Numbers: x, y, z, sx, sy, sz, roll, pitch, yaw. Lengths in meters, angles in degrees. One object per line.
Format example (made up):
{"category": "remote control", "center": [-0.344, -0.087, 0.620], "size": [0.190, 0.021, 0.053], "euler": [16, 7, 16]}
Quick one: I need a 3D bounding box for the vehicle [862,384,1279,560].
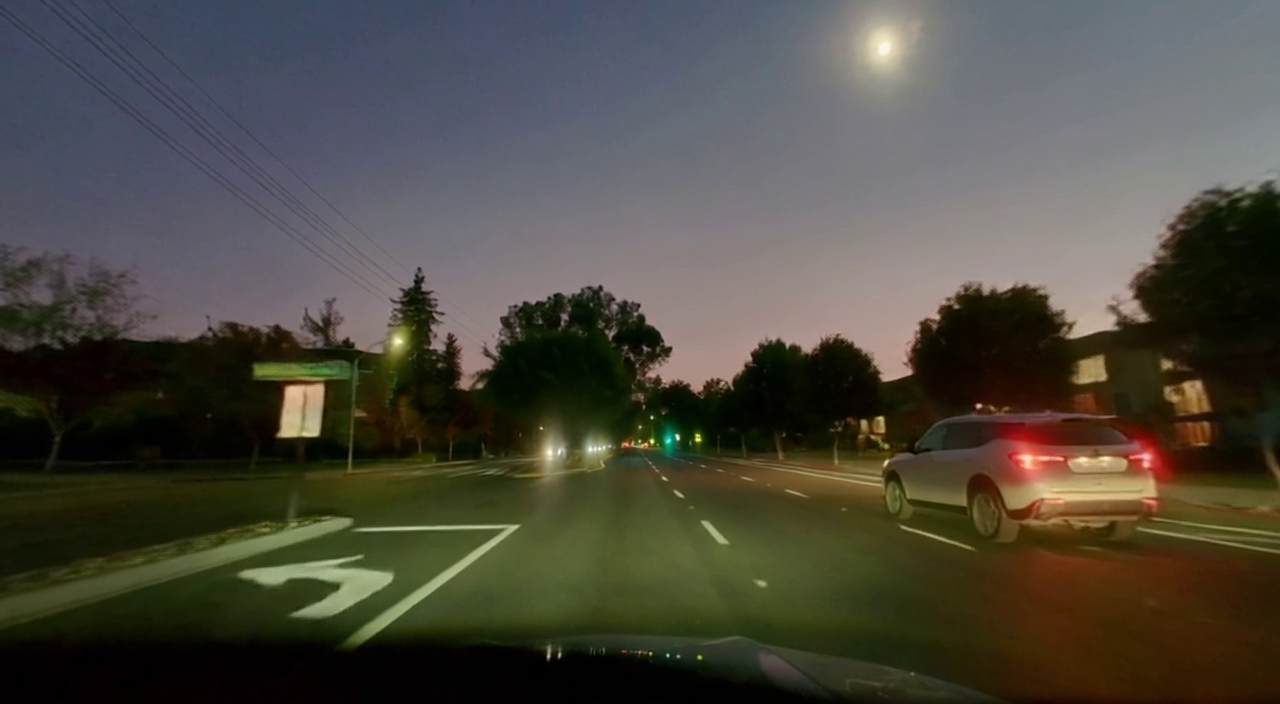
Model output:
{"category": "vehicle", "center": [5.997, 1.786, 10.191], "size": [2.493, 1.956, 6.125], "euler": [0, -8, -1]}
